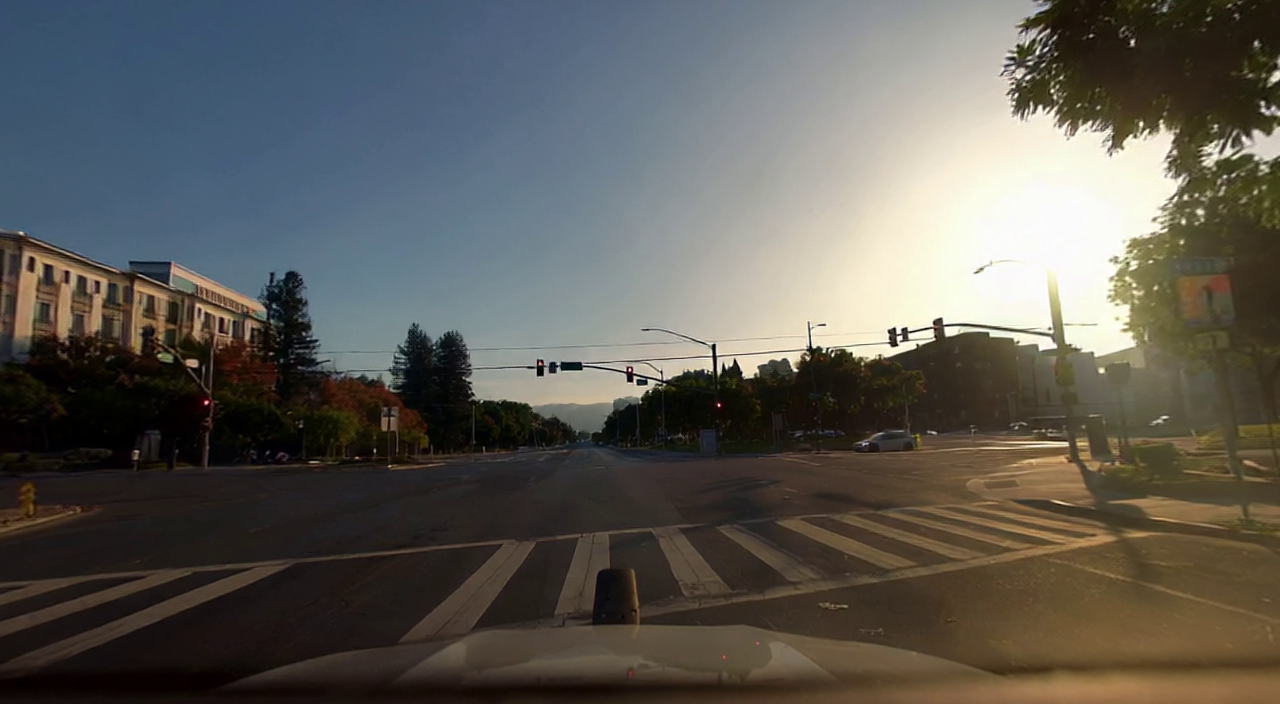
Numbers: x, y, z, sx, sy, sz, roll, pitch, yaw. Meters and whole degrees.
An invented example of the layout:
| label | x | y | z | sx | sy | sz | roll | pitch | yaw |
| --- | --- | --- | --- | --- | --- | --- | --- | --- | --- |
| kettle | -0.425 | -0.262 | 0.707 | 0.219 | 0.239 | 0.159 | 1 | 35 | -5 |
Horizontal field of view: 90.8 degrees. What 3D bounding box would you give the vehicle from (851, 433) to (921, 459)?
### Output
| label | x | y | z | sx | sy | sz | roll | pitch | yaw |
| --- | --- | --- | --- | --- | --- | --- | --- | --- | --- |
| vehicle | 17.632 | 6.749 | 45.238 | 4.600 | 1.783 | 1.970 | 4 | -10 | -26 |
